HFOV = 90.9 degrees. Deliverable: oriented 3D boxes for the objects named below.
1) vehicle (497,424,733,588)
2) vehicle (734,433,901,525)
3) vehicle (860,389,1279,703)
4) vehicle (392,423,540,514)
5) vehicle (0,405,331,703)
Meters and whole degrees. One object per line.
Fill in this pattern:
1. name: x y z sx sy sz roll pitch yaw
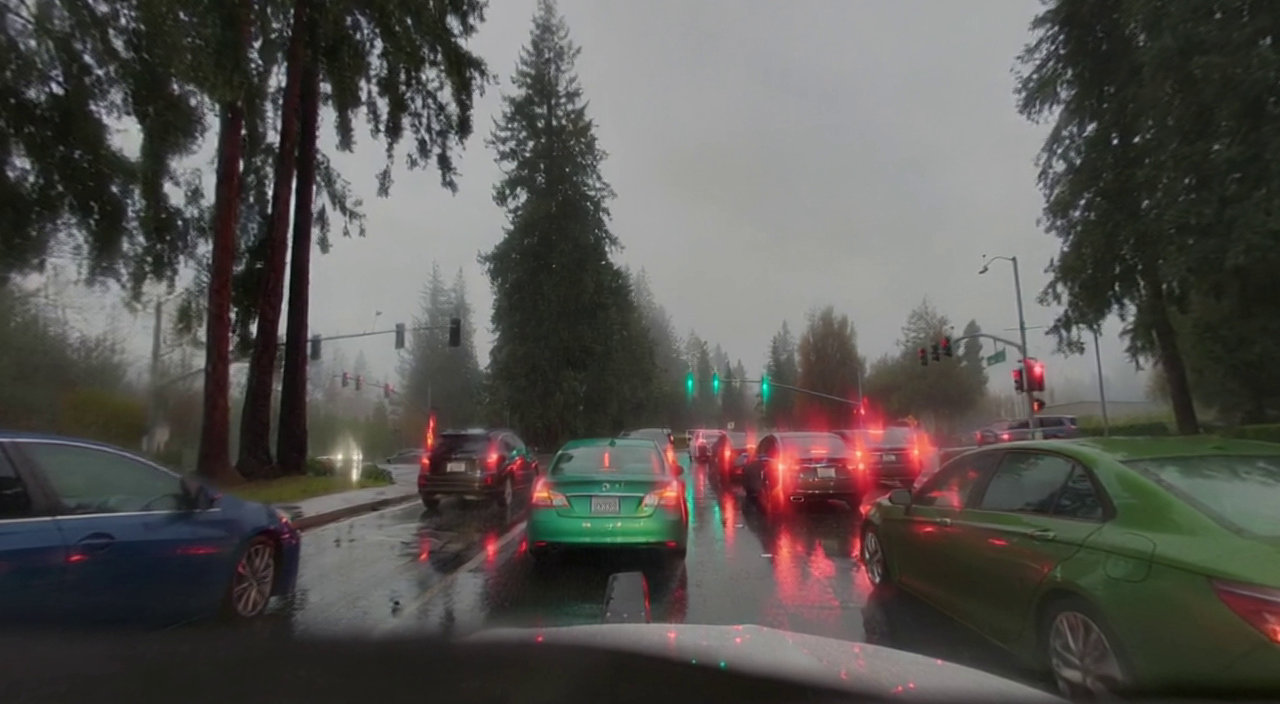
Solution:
1. vehicle: -0.251 1.692 7.727 2.147 1.479 3.803 0 -8 -1
2. vehicle: 3.181 2.337 12.326 1.975 1.460 4.357 0 -8 0
3. vehicle: 3.136 1.151 4.054 1.903 1.480 4.270 0 -8 0
4. vehicle: -3.670 2.545 14.210 1.961 1.714 4.268 -1 -8 2
5. vehicle: -3.658 1.064 3.245 1.935 1.482 4.433 0 -8 -1
